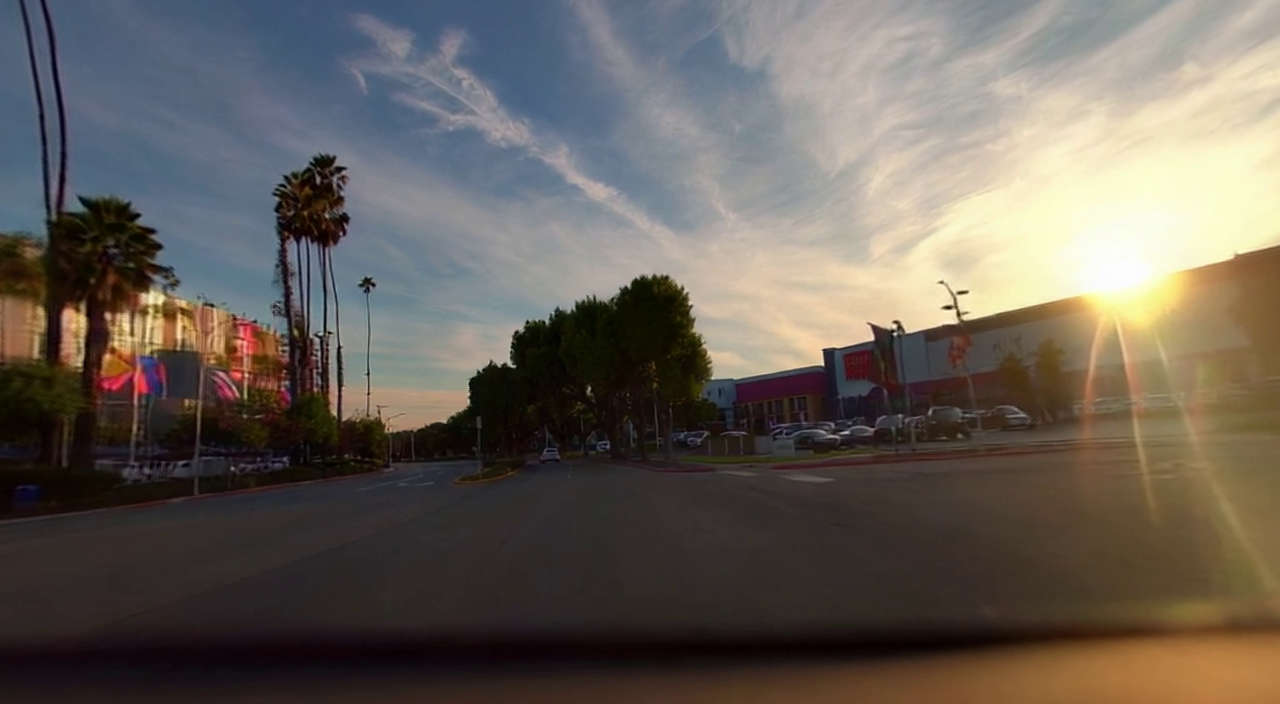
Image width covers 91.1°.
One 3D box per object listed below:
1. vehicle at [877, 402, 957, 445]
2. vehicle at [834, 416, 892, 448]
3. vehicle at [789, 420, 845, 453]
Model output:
[{"bbox_3d":[15.336,4.071,35.153,2.237,1.962,5.424,-9,-9,5],"label":"vehicle"},{"bbox_3d":[12.441,4.539,35.311,2.065,1.687,4.584,-1,-9,7],"label":"vehicle"},{"bbox_3d":[9.857,4.810,35.324,2.196,1.715,4.918,-1,-9,6],"label":"vehicle"}]
